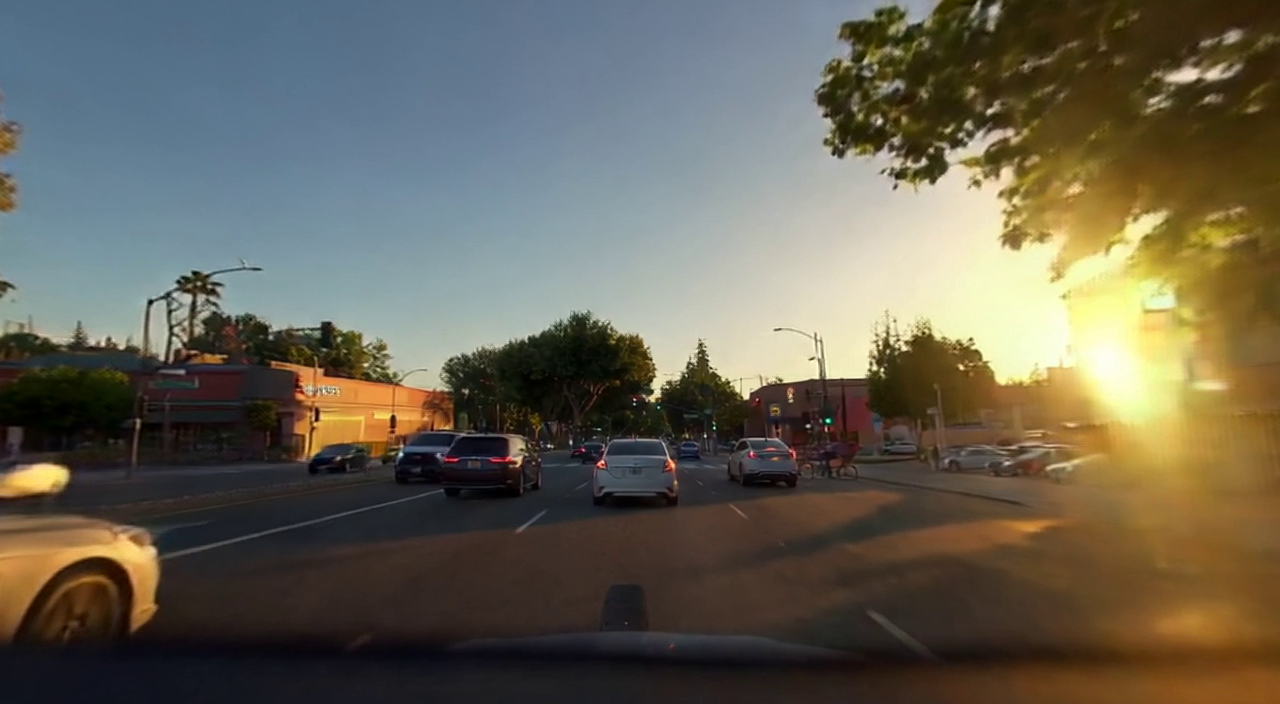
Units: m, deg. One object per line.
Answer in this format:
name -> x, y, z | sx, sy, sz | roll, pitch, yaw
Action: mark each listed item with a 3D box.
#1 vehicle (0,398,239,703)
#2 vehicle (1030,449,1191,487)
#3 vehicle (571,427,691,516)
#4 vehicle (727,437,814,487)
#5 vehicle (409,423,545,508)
vehicle -> -3.718, 0.824, 1.822 | 1.992, 1.493, 4.688 | 0, -8, 1
vehicle -> 18.894, 4.655, 25.504 | 4.795, 1.457, 1.986 | -1, -8, 4
vehicle -> -0.159, 2.416, 13.225 | 2.121, 1.563, 4.031 | 0, -8, 0
vehicle -> 4.238, 3.647, 21.233 | 1.979, 1.485, 4.207 | 0, -8, -1
vehicle -> -3.566, 2.570, 14.634 | 1.983, 1.685, 3.997 | 0, -8, 1
